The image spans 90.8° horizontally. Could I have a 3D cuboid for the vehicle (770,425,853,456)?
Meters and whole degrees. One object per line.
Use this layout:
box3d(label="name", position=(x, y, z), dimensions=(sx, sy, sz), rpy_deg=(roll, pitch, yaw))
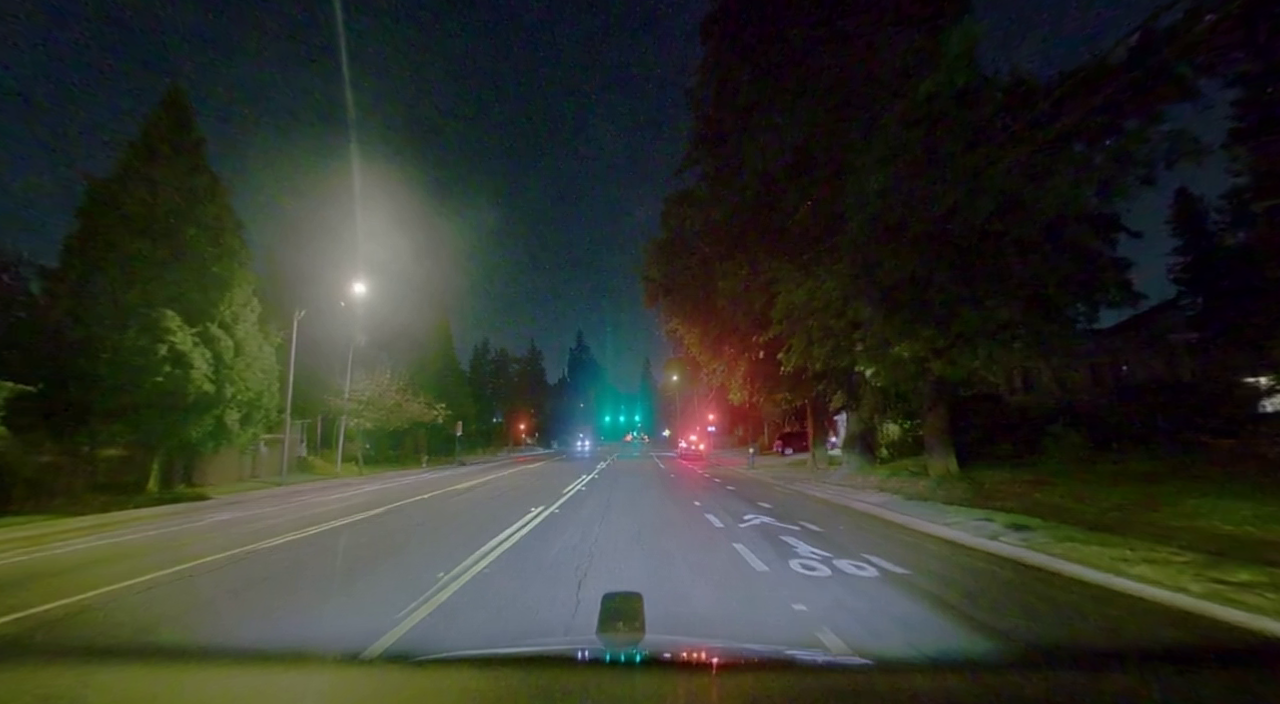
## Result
box3d(label="vehicle", position=(10.202, 5.280, 37.598), dimensions=(4.434, 1.730, 2.081), rpy_deg=(-4, -8, 24))

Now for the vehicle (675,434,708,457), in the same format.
box3d(label="vehicle", position=(3.787, 6.999, 47.327), dimensions=(1.900, 1.661, 4.346), rpy_deg=(0, -8, -2))
